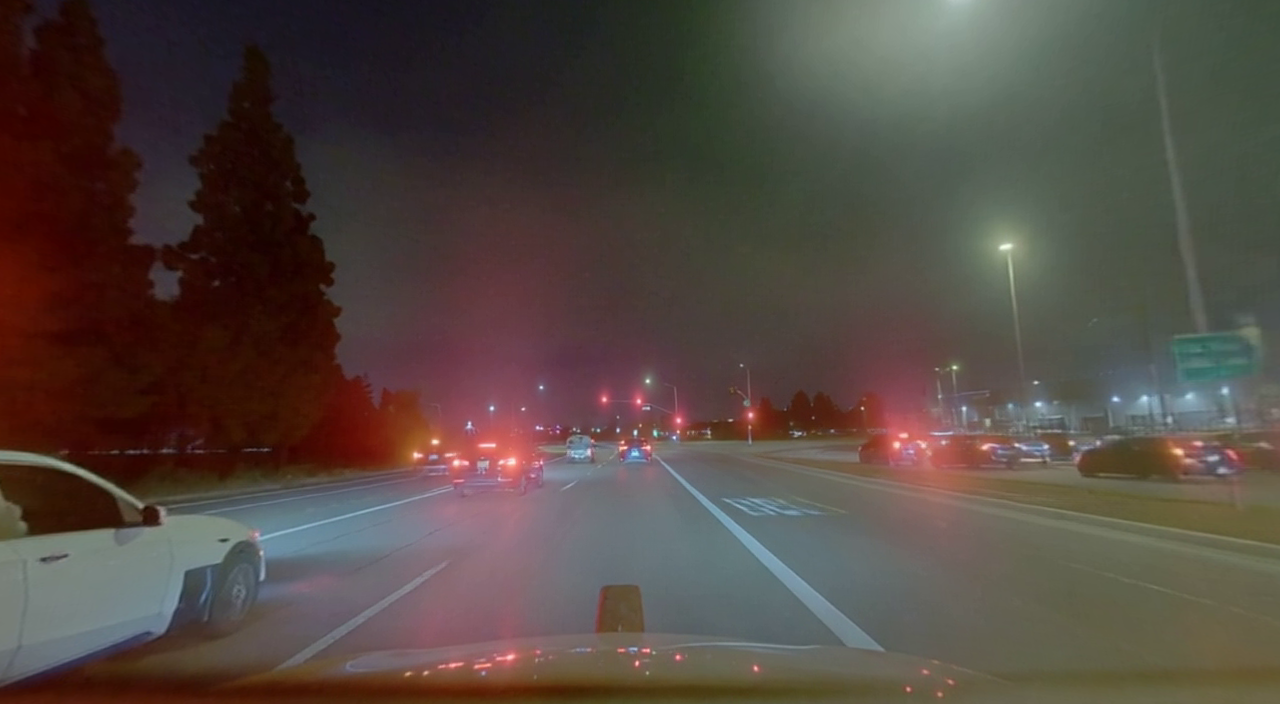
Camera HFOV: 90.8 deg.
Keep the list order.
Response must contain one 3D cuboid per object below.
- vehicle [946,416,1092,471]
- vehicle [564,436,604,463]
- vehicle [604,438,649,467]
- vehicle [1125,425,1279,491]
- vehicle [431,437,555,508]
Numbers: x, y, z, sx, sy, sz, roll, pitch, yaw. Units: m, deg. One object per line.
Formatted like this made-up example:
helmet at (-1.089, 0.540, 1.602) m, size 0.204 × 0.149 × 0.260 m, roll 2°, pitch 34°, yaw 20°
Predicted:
vehicle at (14.973, 3.613, 24.949) m, size 5.394 × 1.994 × 2.228 m, roll 4°, pitch -10°, yaw -26°
vehicle at (-3.702, 6.562, 42.560) m, size 2.144 × 1.732 × 4.279 m, roll 0°, pitch -8°, yaw 2°
vehicle at (-0.681, 5.407, 34.128) m, size 2.231 × 1.481 × 4.489 m, roll 0°, pitch -8°, yaw 0°
vehicle at (14.906, 2.675, 16.194) m, size 4.505 × 1.472 × 2.020 m, roll 4°, pitch -10°, yaw -26°
vehicle at (-3.416, 2.889, 15.703) m, size 1.920 × 1.480 × 4.549 m, roll 0°, pitch -8°, yaw 1°
